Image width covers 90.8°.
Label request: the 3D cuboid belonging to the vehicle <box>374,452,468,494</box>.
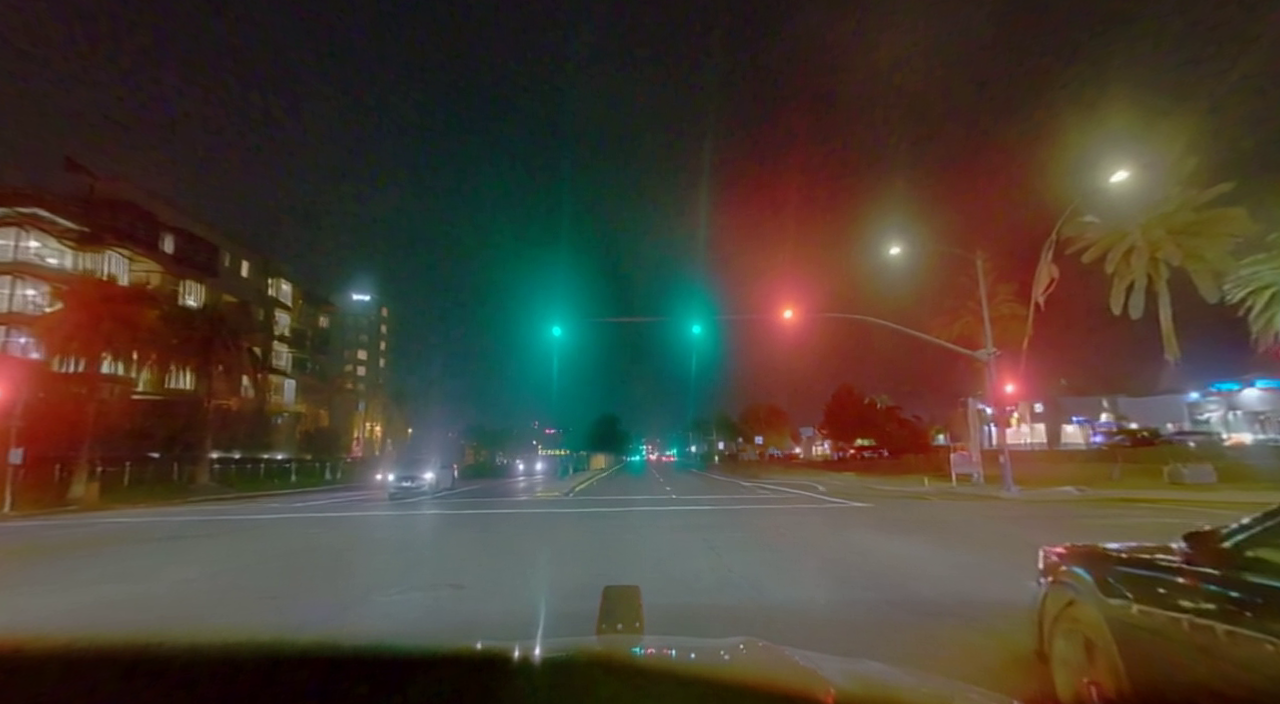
[{"bbox_3d":[-8.622,4.781,25.318,2.095,1.482,4.523,0,-9,1],"label":"vehicle"}]

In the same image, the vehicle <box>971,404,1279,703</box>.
[{"bbox_3d":[3.087,0.859,1.694,1.997,1.473,4.282,0,-9,-1],"label":"vehicle"}]
